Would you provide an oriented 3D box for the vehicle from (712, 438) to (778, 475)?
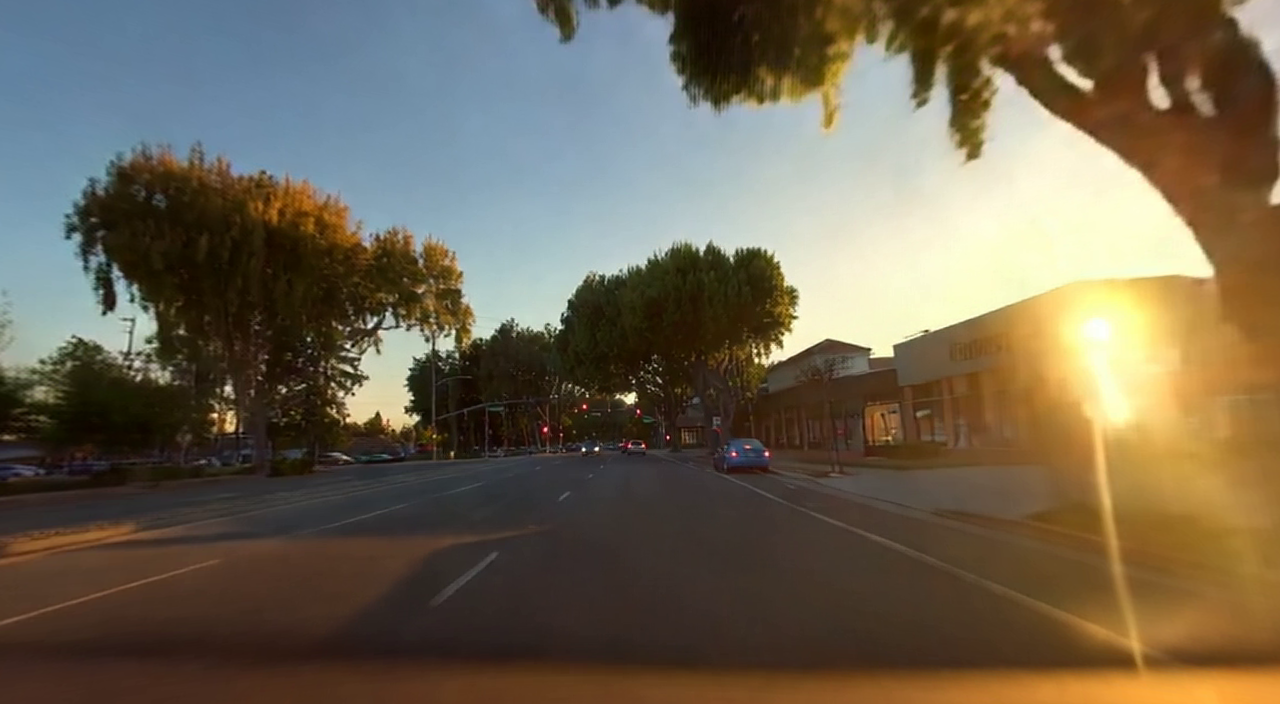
[{"bbox_3d":[4.457,4.507,27.467,1.942,1.469,4.049,0,-9,-3],"label":"vehicle"}]
